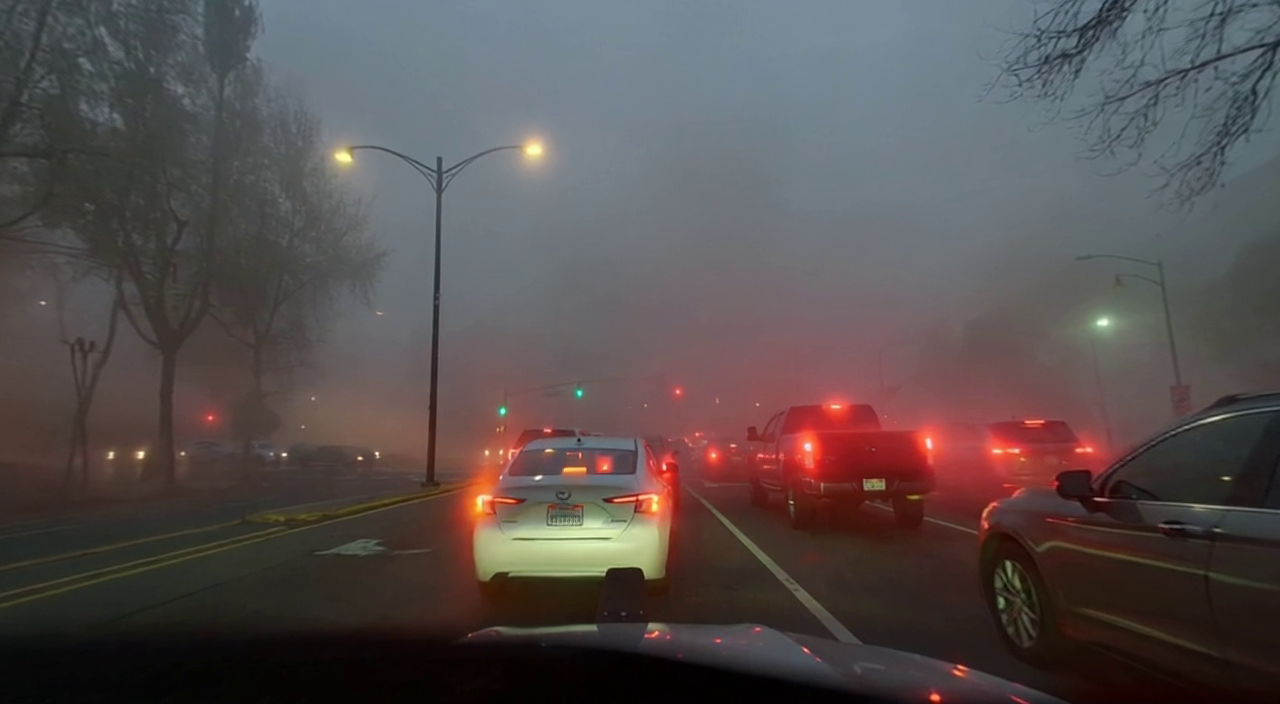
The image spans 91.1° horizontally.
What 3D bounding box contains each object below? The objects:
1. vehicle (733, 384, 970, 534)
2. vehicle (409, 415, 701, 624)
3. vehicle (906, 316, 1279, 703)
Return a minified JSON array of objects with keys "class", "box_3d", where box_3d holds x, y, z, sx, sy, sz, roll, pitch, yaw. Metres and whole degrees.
[{"class":"vehicle","box_3d":[3.532,2.001,12.190,2.497,2.186,5.890,0,-9,0]},{"class":"vehicle","box_3d":[-0.593,1.569,6.877,2.172,1.536,4.250,0,-9,1]},{"class":"vehicle","box_3d":[3.158,0.829,2.621,2.024,1.723,4.714,0,-9,0]}]
